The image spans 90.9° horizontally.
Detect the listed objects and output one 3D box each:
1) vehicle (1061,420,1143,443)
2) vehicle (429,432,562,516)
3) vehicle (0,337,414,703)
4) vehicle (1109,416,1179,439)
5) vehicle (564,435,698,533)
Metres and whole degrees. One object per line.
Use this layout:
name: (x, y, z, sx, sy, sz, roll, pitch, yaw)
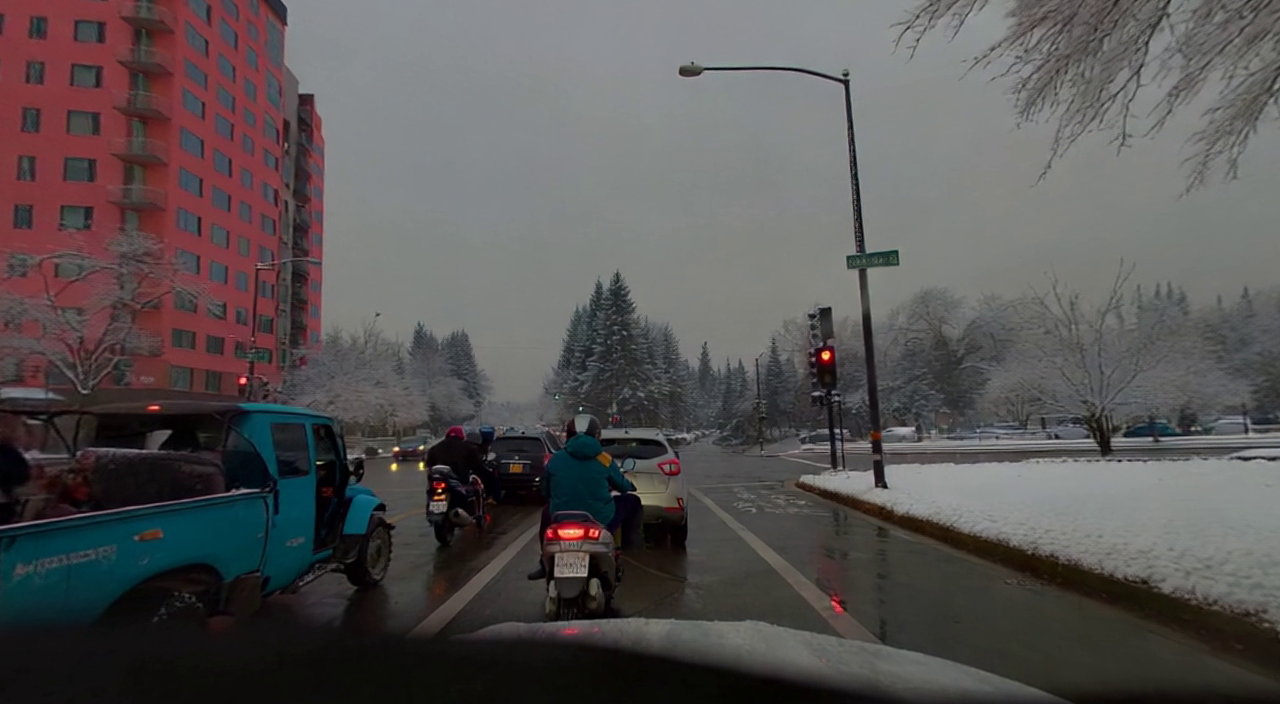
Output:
vehicle: (30.830, 5.332, 42.105, 1.751, 1.420, 4.027, 8, -12, -43)
vehicle: (-3.093, 2.711, 14.449, 1.935, 1.615, 4.073, -1, -9, 2)
vehicle: (-3.579, 1.166, 4.612, 2.000, 1.809, 4.855, 0, -9, 0)
vehicle: (37.086, 5.600, 46.415, 1.716, 1.543, 3.682, 8, -12, -41)
vehicle: (-0.102, 2.305, 11.620, 2.025, 1.458, 4.085, -1, -9, 1)
